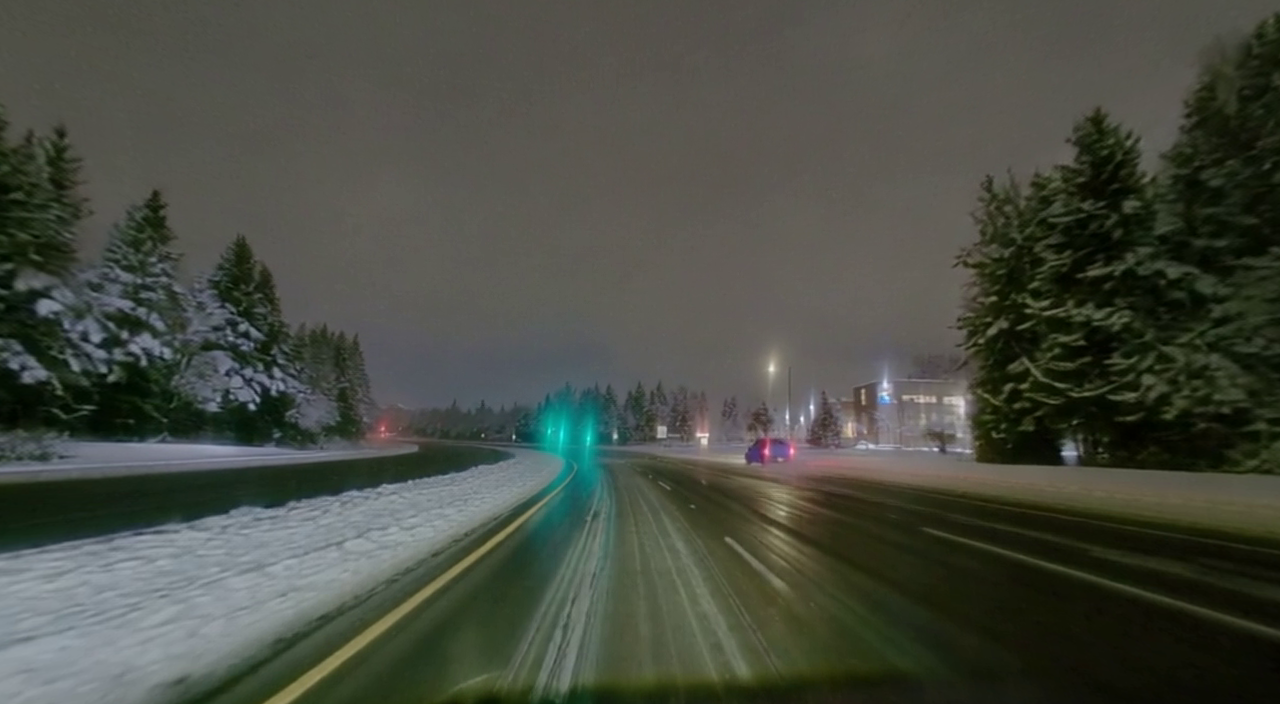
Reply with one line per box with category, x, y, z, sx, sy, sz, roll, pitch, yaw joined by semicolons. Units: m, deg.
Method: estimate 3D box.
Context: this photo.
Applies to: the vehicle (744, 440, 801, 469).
vehicle;7.390;5.759;35.550;1.908;1.483;4.474;1;-8;-5
